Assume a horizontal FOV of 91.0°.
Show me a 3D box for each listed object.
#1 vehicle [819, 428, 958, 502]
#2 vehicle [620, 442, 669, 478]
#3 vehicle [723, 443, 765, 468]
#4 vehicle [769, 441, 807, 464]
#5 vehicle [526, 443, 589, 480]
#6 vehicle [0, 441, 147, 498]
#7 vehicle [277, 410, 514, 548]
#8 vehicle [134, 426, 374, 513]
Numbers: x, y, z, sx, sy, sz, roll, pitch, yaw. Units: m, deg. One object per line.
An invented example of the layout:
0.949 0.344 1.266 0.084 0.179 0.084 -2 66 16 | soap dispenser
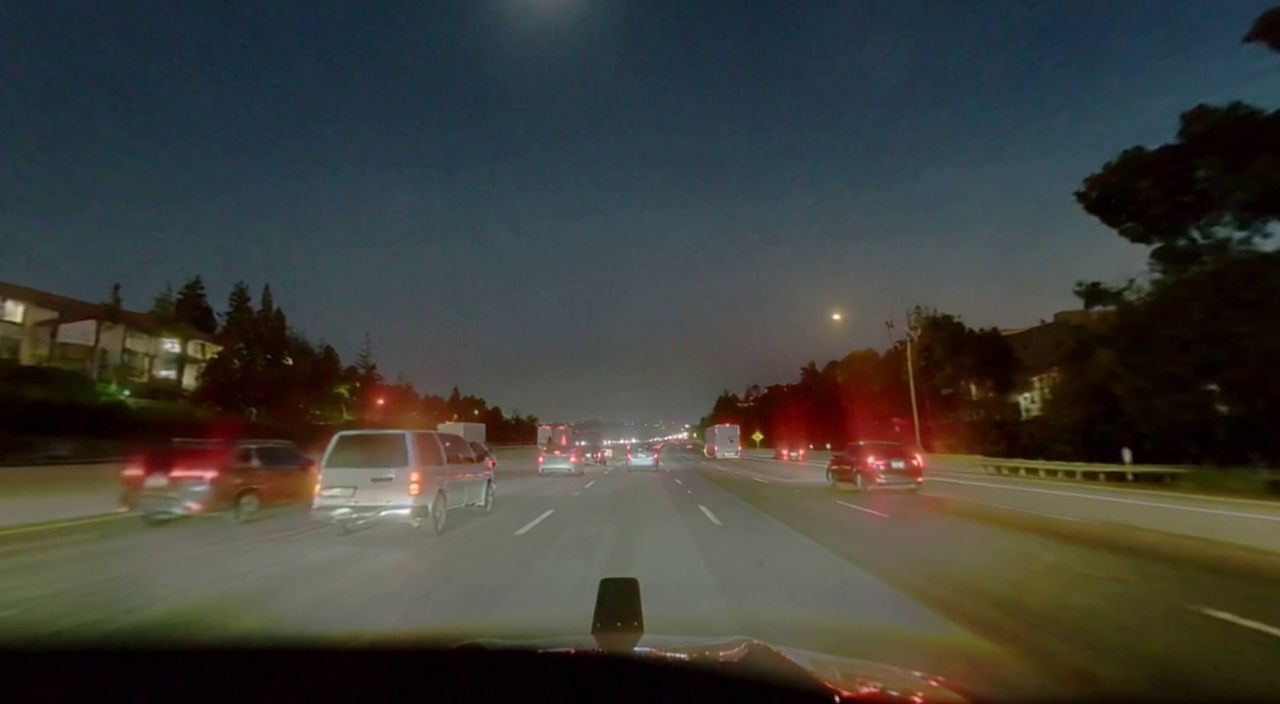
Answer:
6.584 3.043 17.303 1.992 1.745 4.329 0 -9 -1 | vehicle
0.192 4.841 28.423 2.053 1.461 3.941 0 -9 1 | vehicle
6.451 6.486 39.635 1.895 1.488 4.254 0 -9 0 | vehicle
11.360 7.741 48.638 1.988 1.676 4.262 0 -9 1 | vehicle
-3.398 4.614 26.843 2.025 1.449 4.190 0 -9 1 | vehicle
-18.203 3.568 19.538 1.728 1.537 4.734 -1 -9 4 | vehicle
-3.570 1.959 10.318 2.012 1.734 4.510 0 -9 0 | vehicle
-9.009 2.810 15.578 2.322 1.743 5.624 0 -9 1 | vehicle
